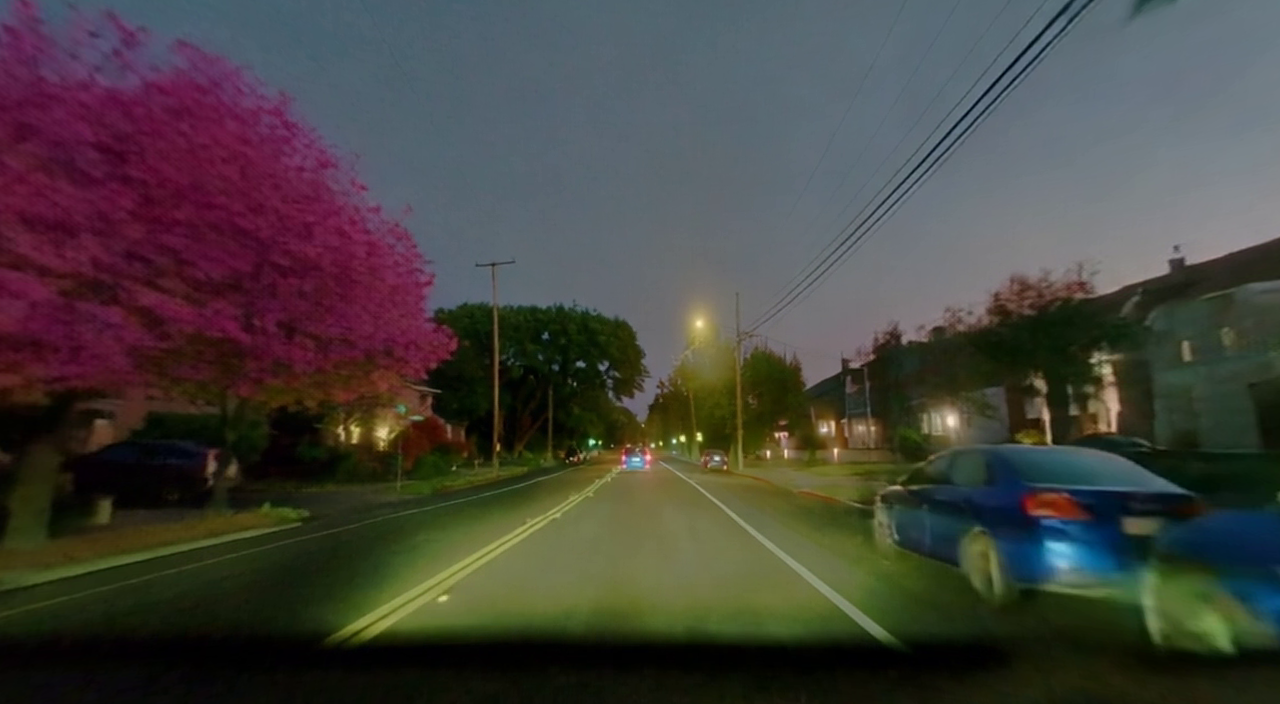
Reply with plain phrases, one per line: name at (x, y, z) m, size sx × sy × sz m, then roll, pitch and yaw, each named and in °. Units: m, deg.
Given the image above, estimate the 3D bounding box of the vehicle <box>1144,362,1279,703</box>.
vehicle at (4.121, 0.705, 1.247) m, size 2.100 × 1.830 × 5.040 m, roll 0°, pitch -8°, yaw 1°

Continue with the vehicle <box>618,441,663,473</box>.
vehicle at (0.037, 5.272, 31.715) m, size 2.104 × 1.500 × 3.815 m, roll 0°, pitch -8°, yaw 0°

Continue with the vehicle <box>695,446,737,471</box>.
vehicle at (4.697, 6.679, 39.806) m, size 1.977 × 1.481 × 5.155 m, roll 0°, pitch -8°, yaw 0°

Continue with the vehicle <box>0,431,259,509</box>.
vehicle at (-15.597, 3.628, 19.408) m, size 6.278 × 1.911 × 2.173 m, roll -3°, pitch -10°, yaw 0°

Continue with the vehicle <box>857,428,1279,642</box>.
vehicle at (4.044, 1.664, 6.816) m, size 1.899 × 1.547 × 4.259 m, roll 0°, pitch -8°, yaw 1°
